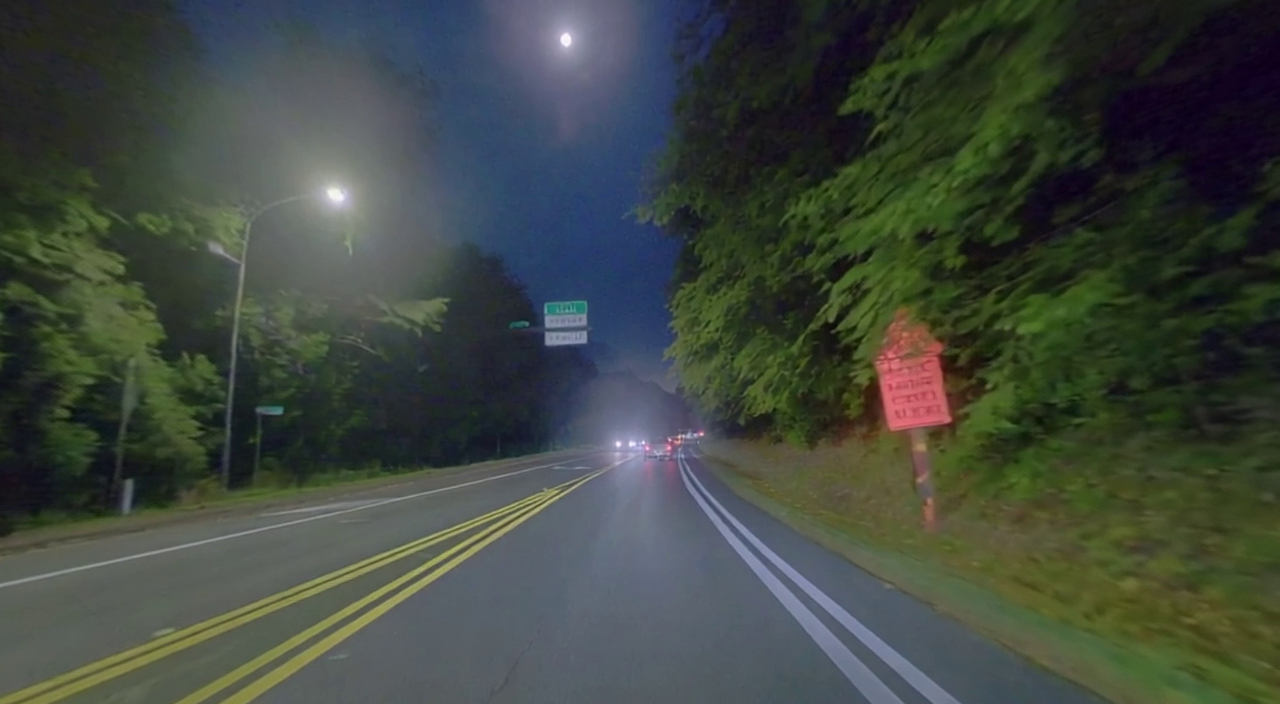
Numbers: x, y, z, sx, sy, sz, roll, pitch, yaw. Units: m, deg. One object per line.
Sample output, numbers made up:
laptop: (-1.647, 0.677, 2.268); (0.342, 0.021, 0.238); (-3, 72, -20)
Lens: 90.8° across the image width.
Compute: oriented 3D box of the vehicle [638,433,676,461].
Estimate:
vehicle: (1.000, 5.473, 36.347); (2.067, 1.486, 3.861); (0, -8, 3)
